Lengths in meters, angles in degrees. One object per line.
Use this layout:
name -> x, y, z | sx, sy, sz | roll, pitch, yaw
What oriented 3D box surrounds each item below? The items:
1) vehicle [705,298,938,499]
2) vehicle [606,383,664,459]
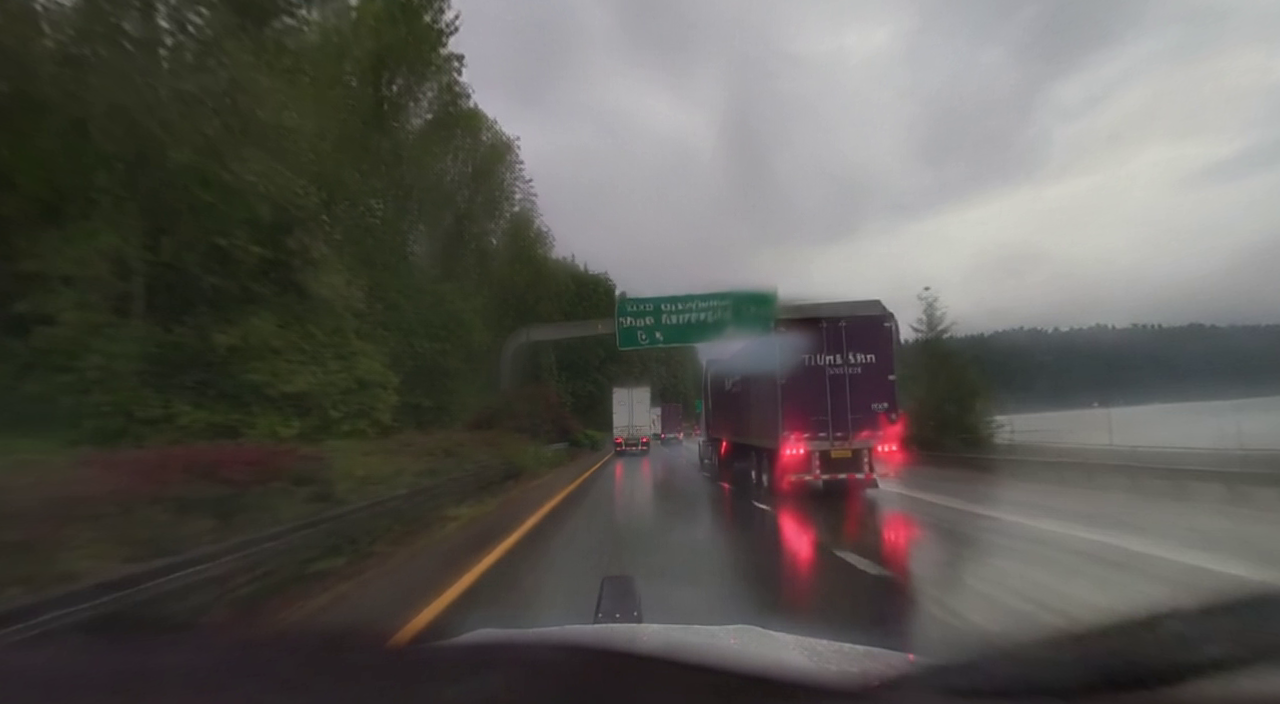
vehicle -> 4.453, 1.891, 20.222 | 2.856, 4.145, 14.500 | 0, -8, -1
vehicle -> -0.350, 4.264, 37.700 | 2.958, 3.917, 10.196 | 0, -8, -1
